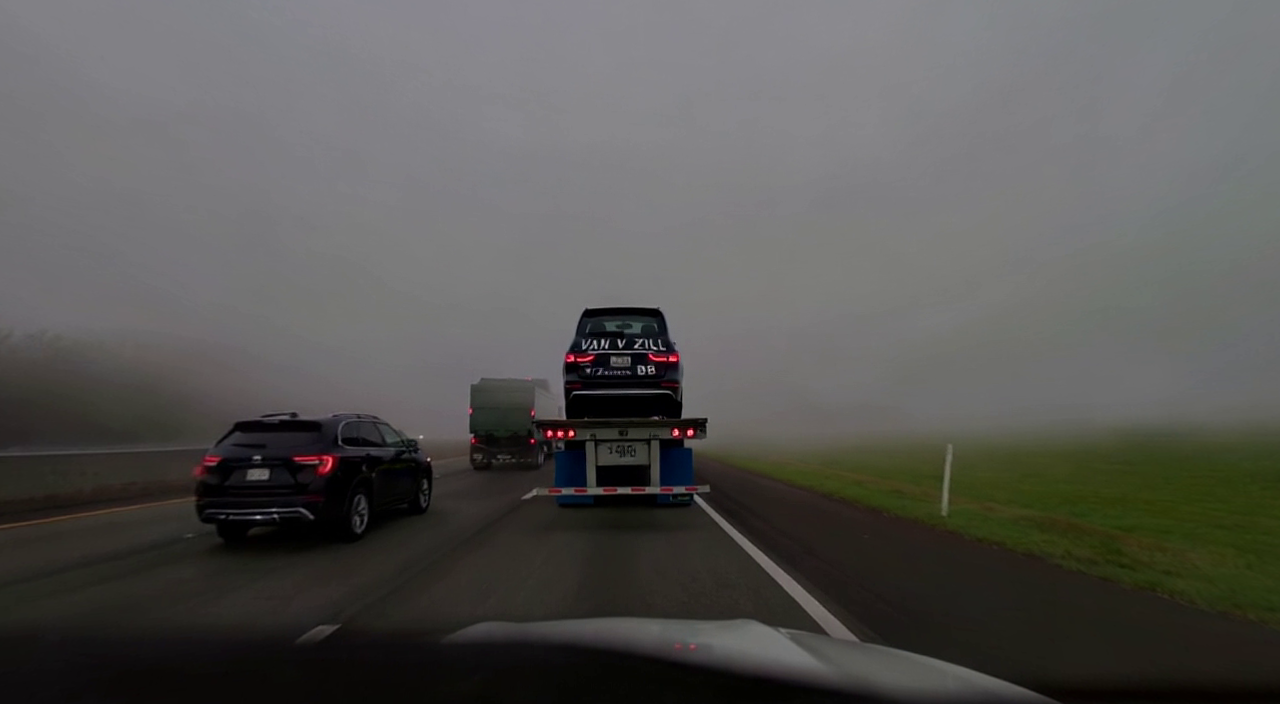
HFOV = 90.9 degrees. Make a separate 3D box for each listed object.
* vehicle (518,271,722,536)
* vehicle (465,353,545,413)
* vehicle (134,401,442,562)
[{"bbox_3d":[-0.406,1.259,13.273,2.738,3.628,9.223,0,-7,-2],"label":"vehicle"},{"bbox_3d":[-4.726,1.215,22.801,2.118,1.799,4.591,0,-7,-3],"label":"vehicle"},{"bbox_3d":[-4.396,1.649,8.871,1.914,1.675,4.331,0,-7,-2],"label":"vehicle"}]
